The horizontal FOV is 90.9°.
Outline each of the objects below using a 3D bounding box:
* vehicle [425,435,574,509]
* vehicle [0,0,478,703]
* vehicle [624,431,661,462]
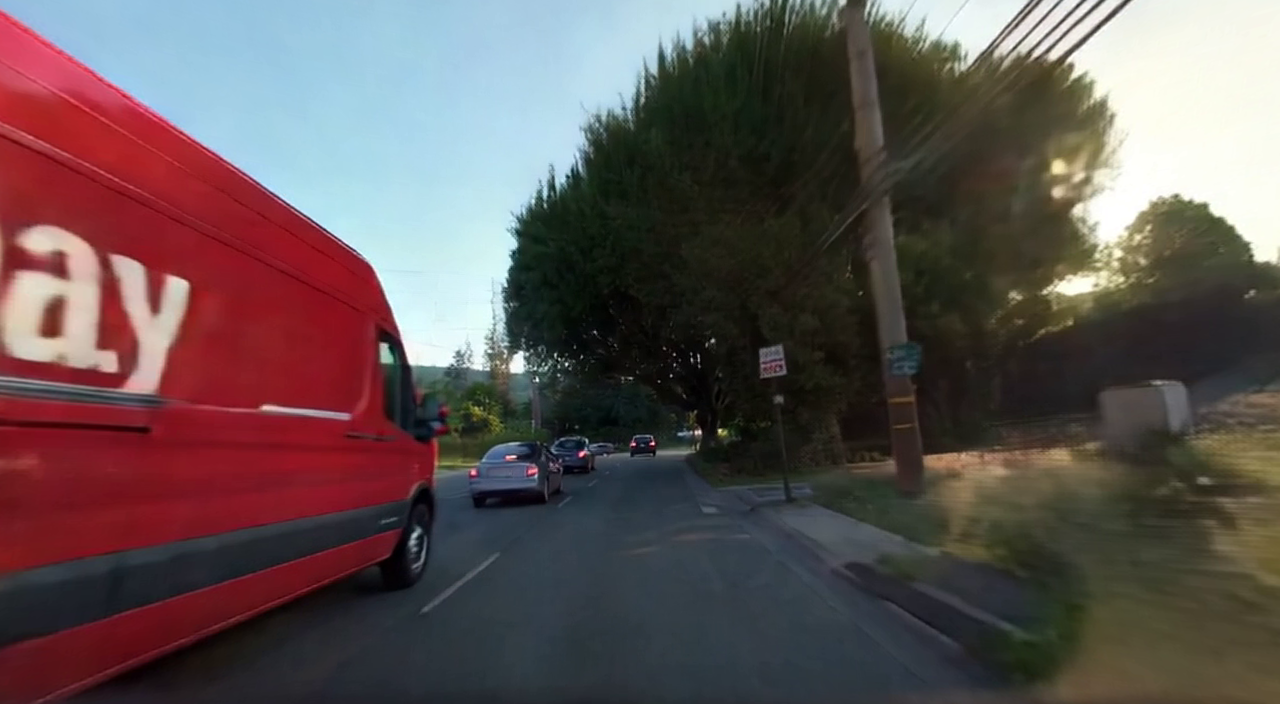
[{"bbox_3d":[-3.106,2.788,15.247,2.260,1.465,4.972,-1,-8,3],"label":"vehicle"},{"bbox_3d":[-3.437,0.188,2.904,2.818,3.181,9.114,0,-8,1],"label":"vehicle"},{"bbox_3d":[0.231,6.061,40.436,2.241,1.912,4.095,0,-8,2],"label":"vehicle"}]
